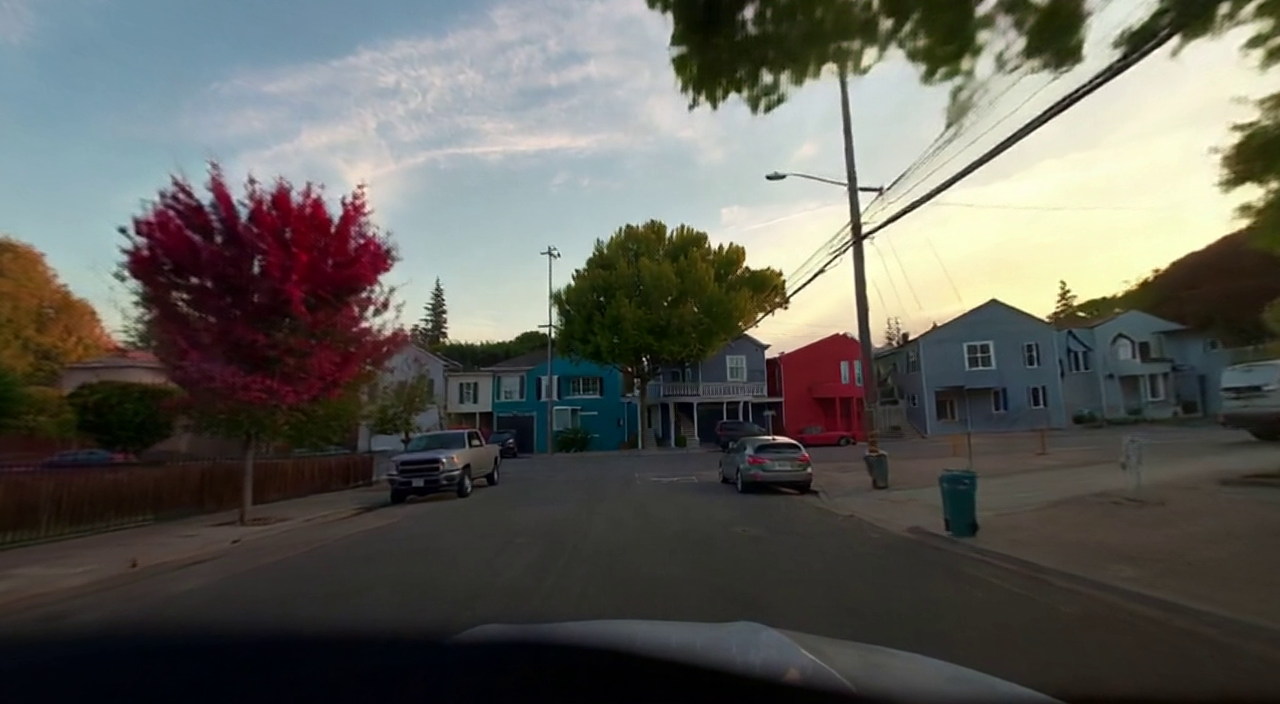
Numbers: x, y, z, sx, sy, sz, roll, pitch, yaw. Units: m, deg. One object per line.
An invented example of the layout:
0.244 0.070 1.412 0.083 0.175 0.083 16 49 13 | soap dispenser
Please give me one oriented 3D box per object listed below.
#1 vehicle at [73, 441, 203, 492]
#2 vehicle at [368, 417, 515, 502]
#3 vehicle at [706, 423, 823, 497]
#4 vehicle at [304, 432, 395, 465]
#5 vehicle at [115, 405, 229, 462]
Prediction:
-15.932 3.589 20.209 1.563 1.433 3.492 0 -8 -7 | vehicle
-5.560 3.104 18.881 2.480 2.084 6.353 0 -8 -1 | vehicle
3.350 3.002 18.055 2.109 1.811 4.886 0 -8 -3 | vehicle
-17.216 5.726 37.445 4.417 1.703 2.093 -1 -3 1 | vehicle
-31.358 5.333 42.550 2.473 2.922 6.719 0 1 3 | vehicle
